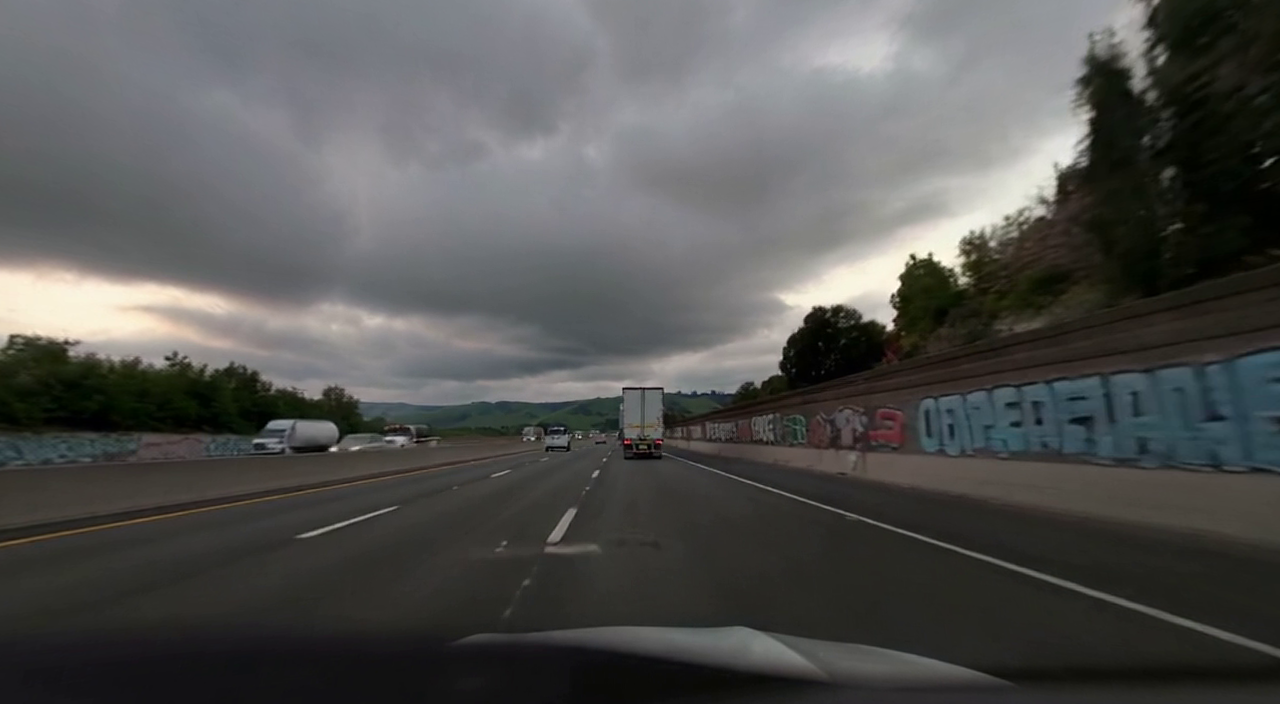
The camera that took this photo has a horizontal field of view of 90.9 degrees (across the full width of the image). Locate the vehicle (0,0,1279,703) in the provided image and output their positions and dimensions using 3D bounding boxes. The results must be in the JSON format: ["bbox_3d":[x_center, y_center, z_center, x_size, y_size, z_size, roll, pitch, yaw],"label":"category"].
[{"bbox_3d":[-0.089,-0.100,3.972,2.880,3.798,5.927,0,-8,-4],"label":"vehicle"}]
